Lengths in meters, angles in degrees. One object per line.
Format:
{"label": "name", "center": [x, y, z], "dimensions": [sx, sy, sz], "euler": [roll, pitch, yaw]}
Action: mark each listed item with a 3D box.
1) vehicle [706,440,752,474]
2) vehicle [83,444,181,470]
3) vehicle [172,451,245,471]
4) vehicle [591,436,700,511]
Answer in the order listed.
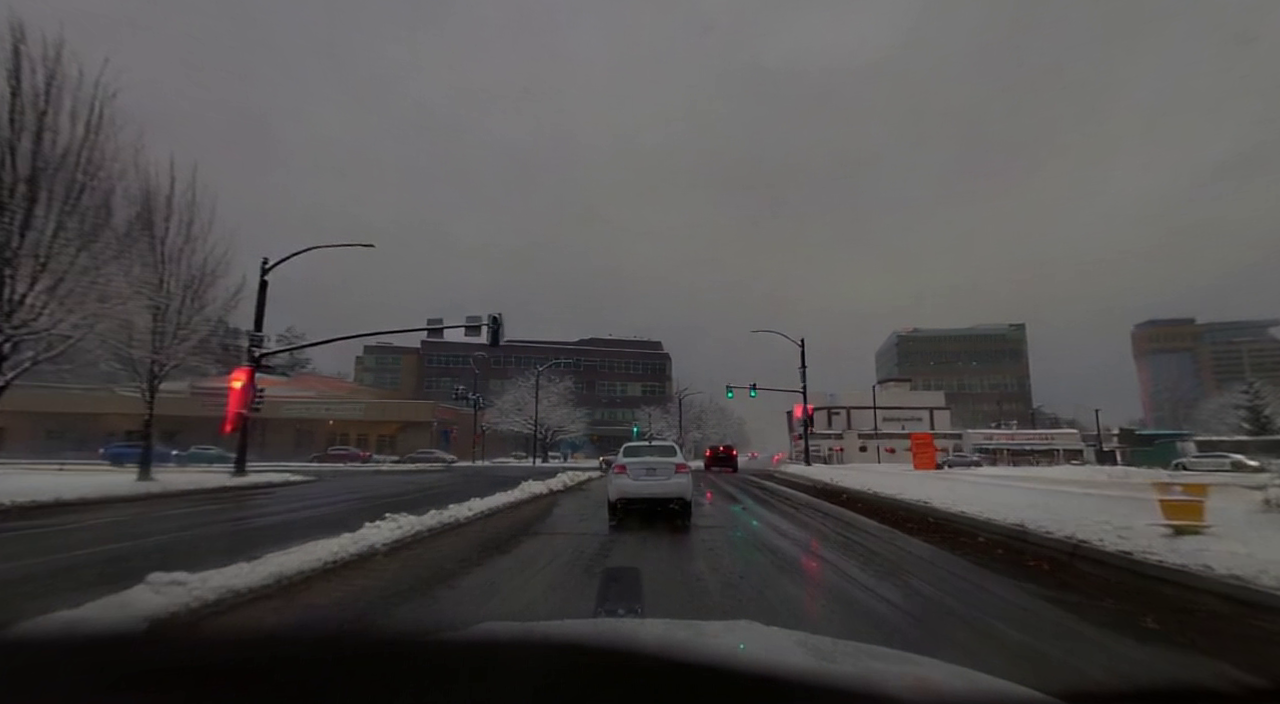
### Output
{"label": "vehicle", "center": [5.181, 6.187, 37.552], "dimensions": [2.092, 1.851, 4.913], "euler": [0, -9, 1]}
{"label": "vehicle", "center": [-35.818, 7.367, 44.654], "dimensions": [4.877, 1.754, 1.978], "euler": [1, -9, -9]}
{"label": "vehicle", "center": [-33.419, 8.449, 49.002], "dimensions": [4.199, 1.432, 1.727], "euler": [1, -9, -10]}
{"label": "vehicle", "center": [0.199, 2.756, 14.836], "dimensions": [2.173, 1.479, 4.264], "euler": [0, -9, 3]}
